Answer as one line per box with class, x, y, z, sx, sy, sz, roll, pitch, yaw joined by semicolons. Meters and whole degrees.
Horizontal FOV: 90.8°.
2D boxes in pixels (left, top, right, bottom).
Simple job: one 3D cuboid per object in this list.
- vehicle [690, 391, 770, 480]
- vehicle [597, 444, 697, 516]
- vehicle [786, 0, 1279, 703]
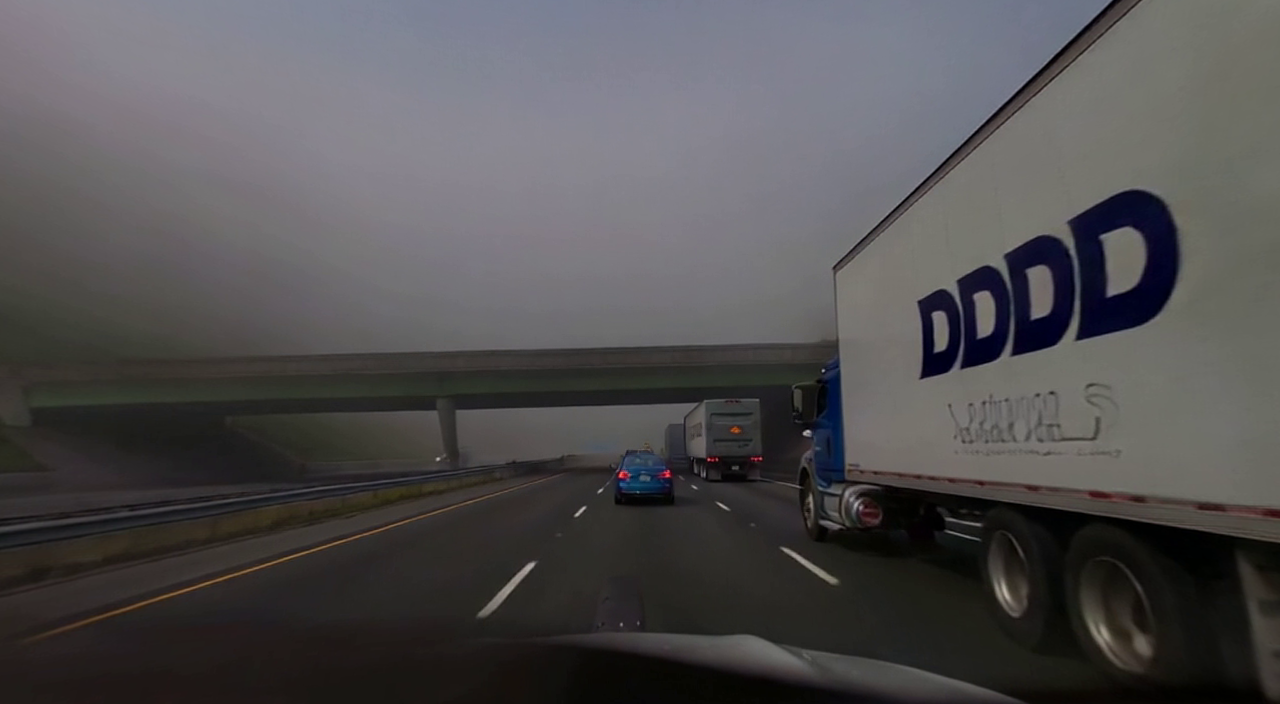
vehicle;4.431;4.446;33.010;2.801;4.039;8.684;0;-9;0
vehicle;0.143;2.917;14.828;2.029;1.437;3.794;0;-9;0
vehicle;4.133;0.327;6.005;2.884;3.930;10.206;0;-9;-1
